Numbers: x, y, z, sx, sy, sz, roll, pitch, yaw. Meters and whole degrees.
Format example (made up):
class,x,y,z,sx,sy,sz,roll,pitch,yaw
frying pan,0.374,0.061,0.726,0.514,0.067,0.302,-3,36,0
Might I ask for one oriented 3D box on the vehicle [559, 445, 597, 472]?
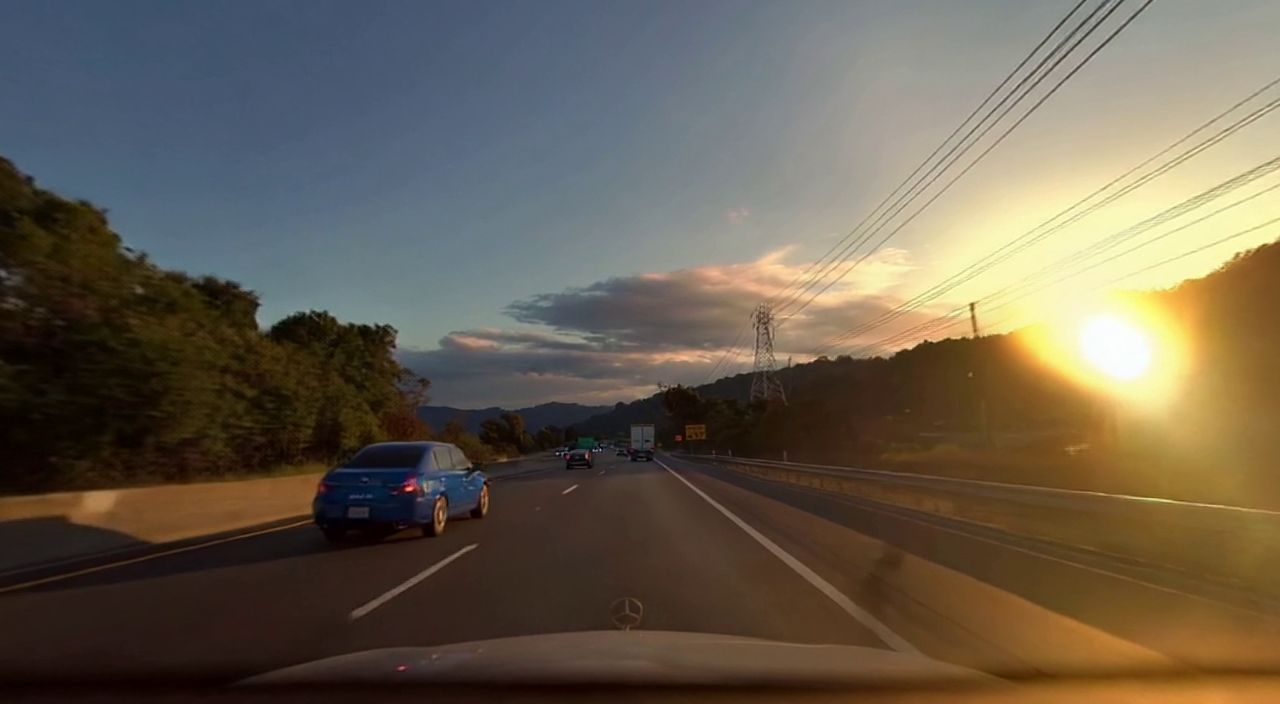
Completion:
class,x,y,z,sx,sy,sz,roll,pitch,yaw
vehicle,-4.222,7.257,43.287,2.111,1.735,4.066,0,-9,1

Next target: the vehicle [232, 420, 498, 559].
class,x,y,z,sx,sy,sz,roll,pitch,yaw
vehicle,-3.961,2.077,10.327,2.049,1.697,4.998,0,-9,1
